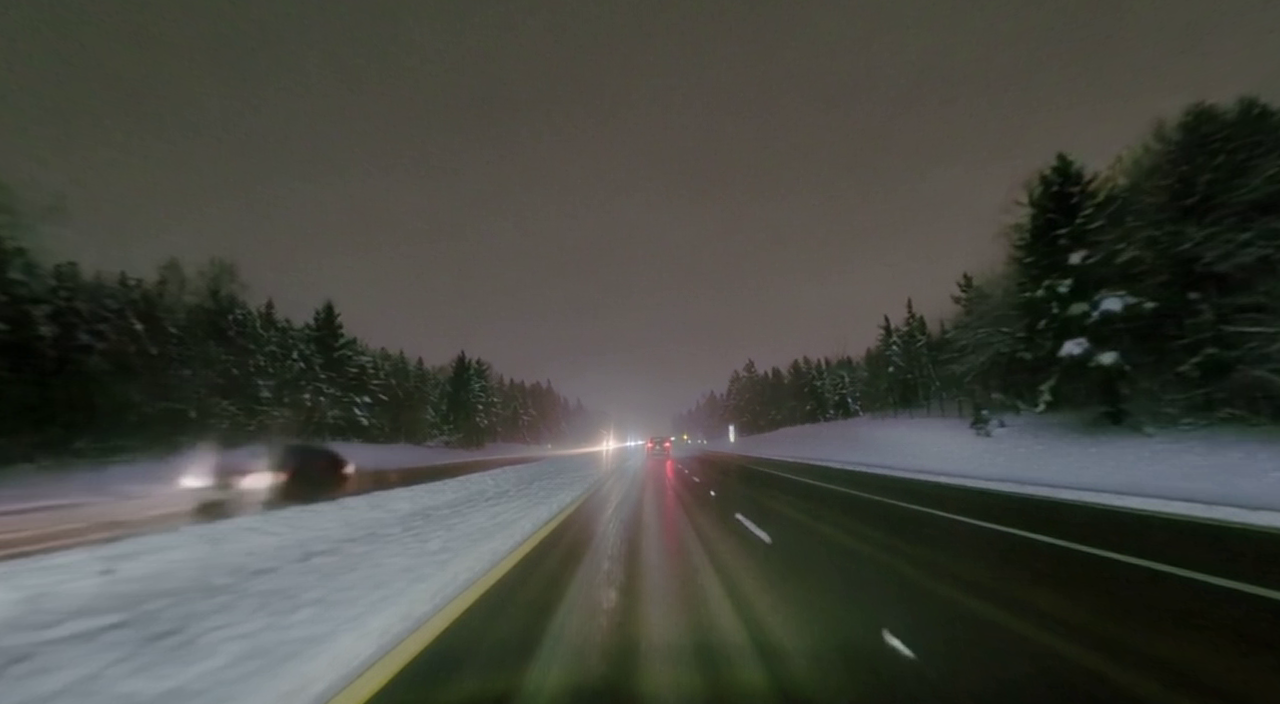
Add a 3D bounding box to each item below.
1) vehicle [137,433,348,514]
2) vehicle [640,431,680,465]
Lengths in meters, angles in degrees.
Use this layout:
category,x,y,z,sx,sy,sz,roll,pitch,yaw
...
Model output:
category,x,y,z,sx,sy,sz,roll,pitch,yaw
vehicle,-8.238,2.517,13.574,1.865,1.485,3.974,0,-8,1
vehicle,1.236,5.886,38.692,2.301,1.944,4.554,0,-8,2
